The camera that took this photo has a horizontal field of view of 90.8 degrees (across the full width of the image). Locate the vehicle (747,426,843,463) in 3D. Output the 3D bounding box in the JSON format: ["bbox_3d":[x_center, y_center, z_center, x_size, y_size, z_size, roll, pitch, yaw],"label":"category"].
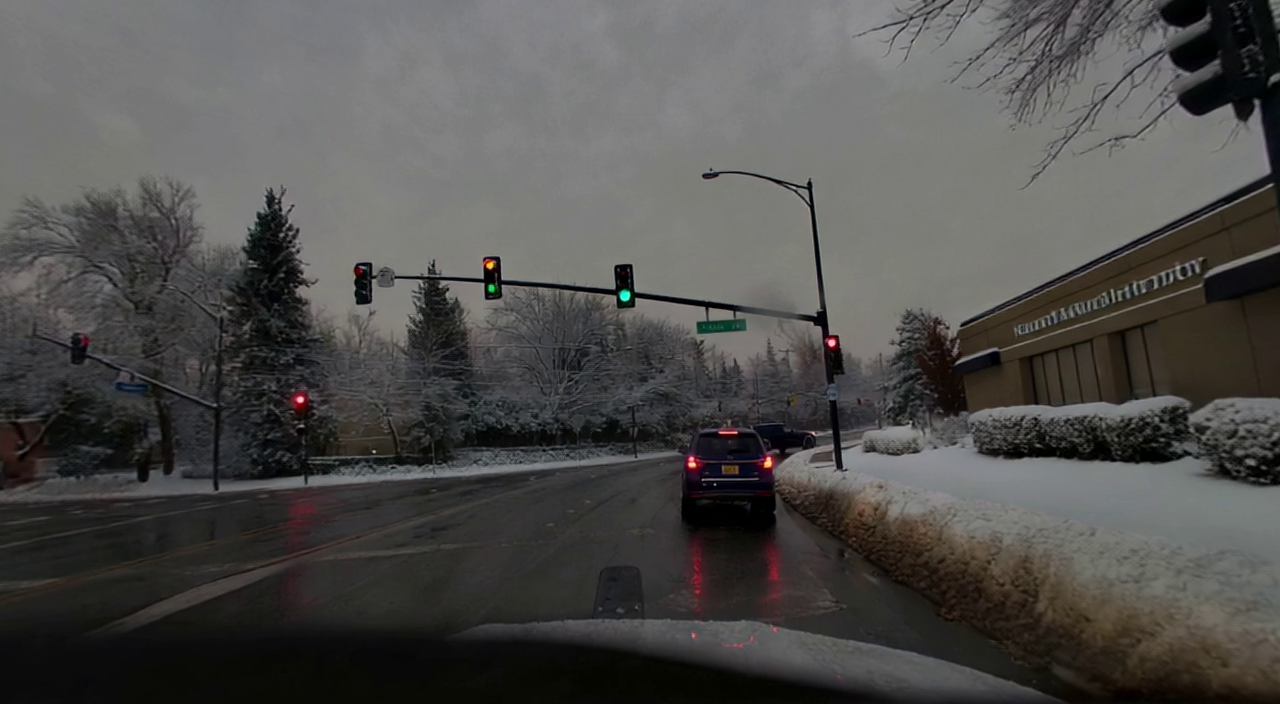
[{"bbox_3d":[8.425,4.975,34.009,5.519,1.842,2.100,7,-11,-40],"label":"vehicle"}]
